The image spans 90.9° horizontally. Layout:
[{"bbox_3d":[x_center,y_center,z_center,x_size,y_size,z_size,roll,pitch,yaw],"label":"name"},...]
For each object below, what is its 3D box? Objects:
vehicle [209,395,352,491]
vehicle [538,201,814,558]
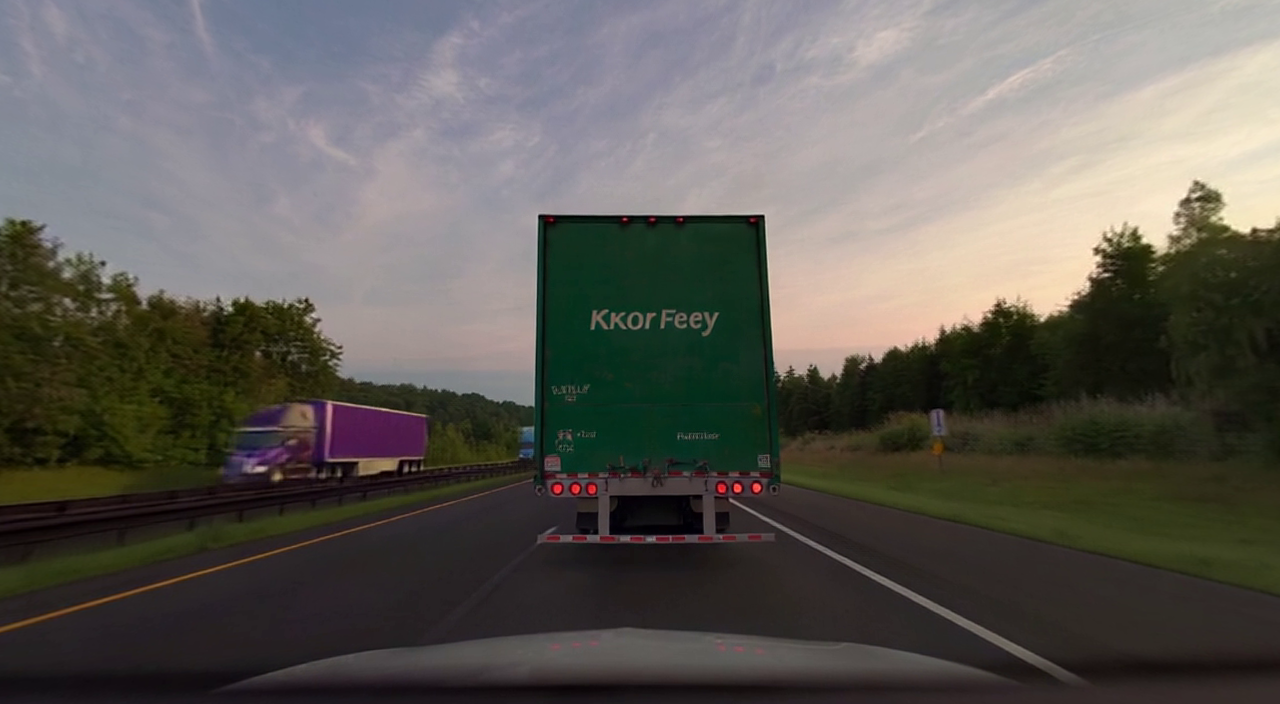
[{"bbox_3d":[-16.258,4.226,29.106,2.992,3.946,5.787,0,-9,0],"label":"vehicle"},{"bbox_3d":[0.464,1.362,14.817,3.230,4.377,14.405,0,-9,0],"label":"vehicle"}]
